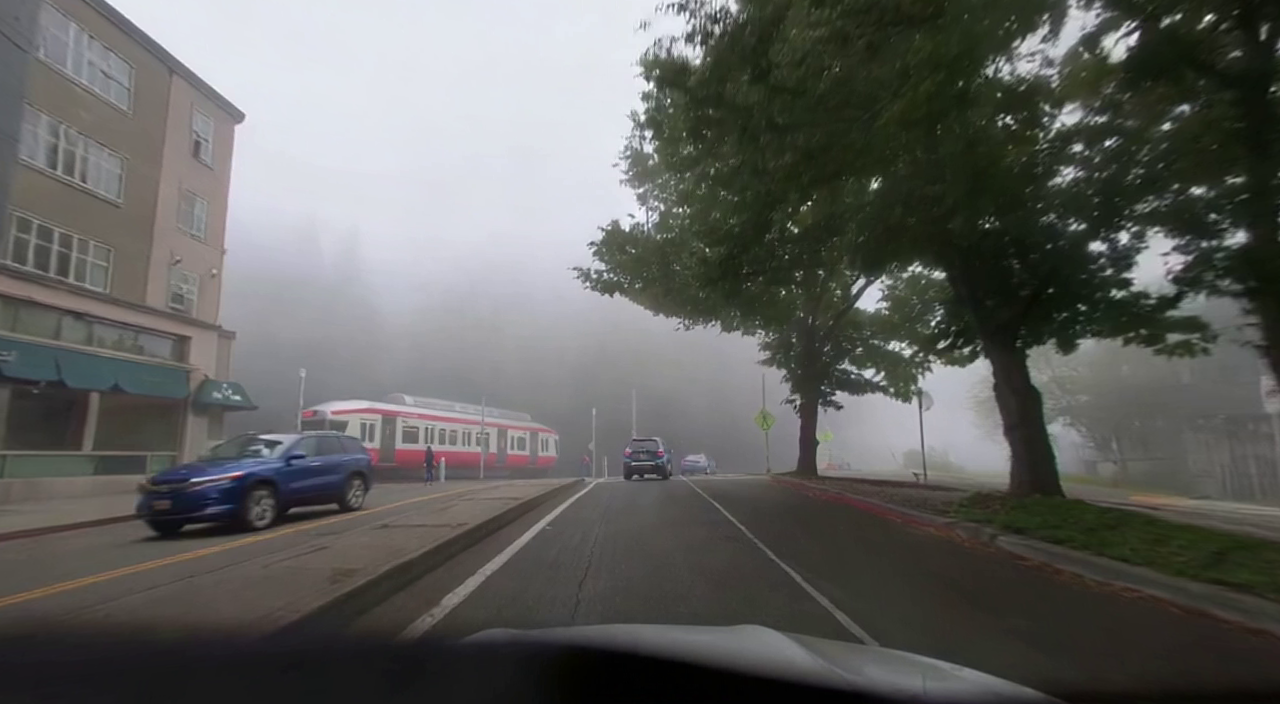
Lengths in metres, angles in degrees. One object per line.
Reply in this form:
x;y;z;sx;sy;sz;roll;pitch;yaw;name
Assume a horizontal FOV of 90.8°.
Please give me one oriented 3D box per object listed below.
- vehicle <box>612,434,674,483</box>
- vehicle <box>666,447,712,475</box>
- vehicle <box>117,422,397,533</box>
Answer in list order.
0.212;4.254;25.432;2.263;1.765;4.237;-1;-9;3;vehicle
3.274;7.106;41.404;2.010;1.725;4.320;-3;-9;18;vehicle
-7.256;2.434;12.858;2.252;1.787;4.929;-1;-9;6;vehicle
